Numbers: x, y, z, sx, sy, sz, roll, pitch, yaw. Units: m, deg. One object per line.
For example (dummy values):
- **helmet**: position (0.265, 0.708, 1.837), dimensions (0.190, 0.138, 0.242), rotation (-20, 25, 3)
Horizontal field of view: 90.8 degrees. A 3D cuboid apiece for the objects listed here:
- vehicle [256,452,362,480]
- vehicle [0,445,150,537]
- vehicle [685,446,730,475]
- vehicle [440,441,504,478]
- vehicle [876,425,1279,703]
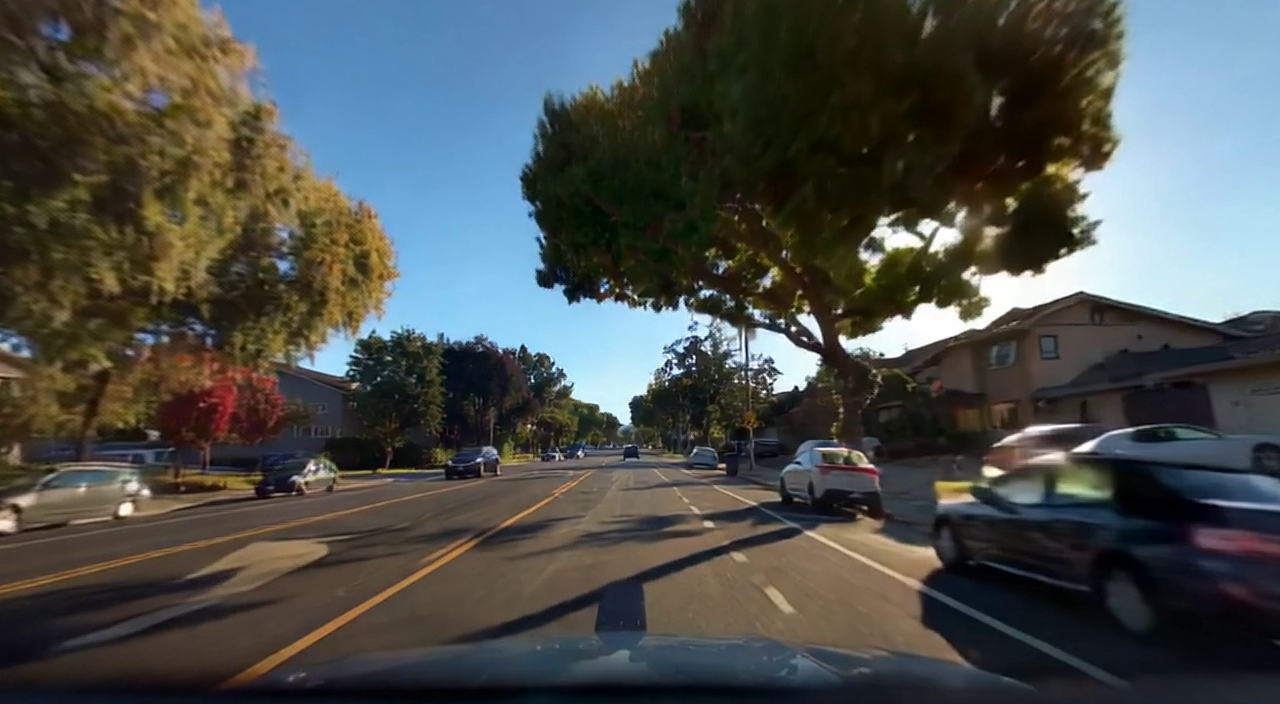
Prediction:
- **vehicle**: position (-18.824, 6.468, 36.094), dimensions (4.880, 1.500, 1.965), rotation (0, -8, -2)
- **vehicle**: position (-13.029, 2.900, 13.361), dimensions (1.978, 1.706, 4.310), rotation (-3, -8, -1)
- **vehicle**: position (3.716, 6.058, 35.683), dimensions (1.991, 1.500, 4.562), rotation (0, -8, -1)
- **vehicle**: position (-8.585, 5.508, 32.768), dimensions (2.041, 1.760, 4.522), rotation (0, -8, 1)
- **vehicle**: position (4.045, 1.437, 5.570), dimensions (1.946, 1.431, 4.695), rotation (0, -8, -2)
